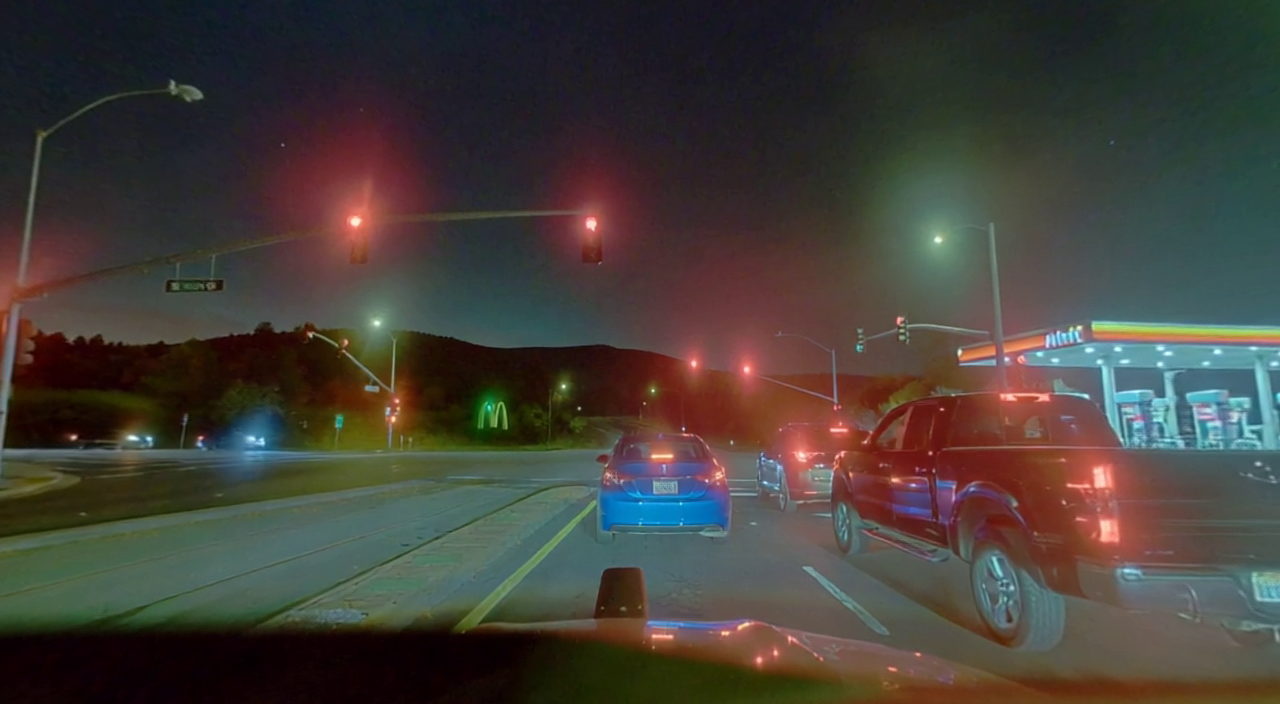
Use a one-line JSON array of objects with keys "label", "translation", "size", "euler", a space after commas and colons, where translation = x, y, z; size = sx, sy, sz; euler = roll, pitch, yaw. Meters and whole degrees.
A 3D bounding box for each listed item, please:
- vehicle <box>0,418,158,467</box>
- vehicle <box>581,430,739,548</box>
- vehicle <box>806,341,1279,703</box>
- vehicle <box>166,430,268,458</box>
[{"label": "vehicle", "translation": [-21.071, 3.365, 23.365], "size": [4.742, 1.720, 2.107], "euler": [-1, -8, 4]}, {"label": "vehicle", "translation": [0.247, 2.044, 10.053], "size": [2.027, 1.494, 3.824], "euler": [0, -8, 0]}, {"label": "vehicle", "translation": [3.571, 1.316, 6.114], "size": [2.277, 1.871, 6.143], "euler": [0, -8, 0]}, {"label": "vehicle", "translation": [-23.092, 5.034, 34.488], "size": [4.326, 1.420, 1.798], "euler": [-1, -8, 4]}]
